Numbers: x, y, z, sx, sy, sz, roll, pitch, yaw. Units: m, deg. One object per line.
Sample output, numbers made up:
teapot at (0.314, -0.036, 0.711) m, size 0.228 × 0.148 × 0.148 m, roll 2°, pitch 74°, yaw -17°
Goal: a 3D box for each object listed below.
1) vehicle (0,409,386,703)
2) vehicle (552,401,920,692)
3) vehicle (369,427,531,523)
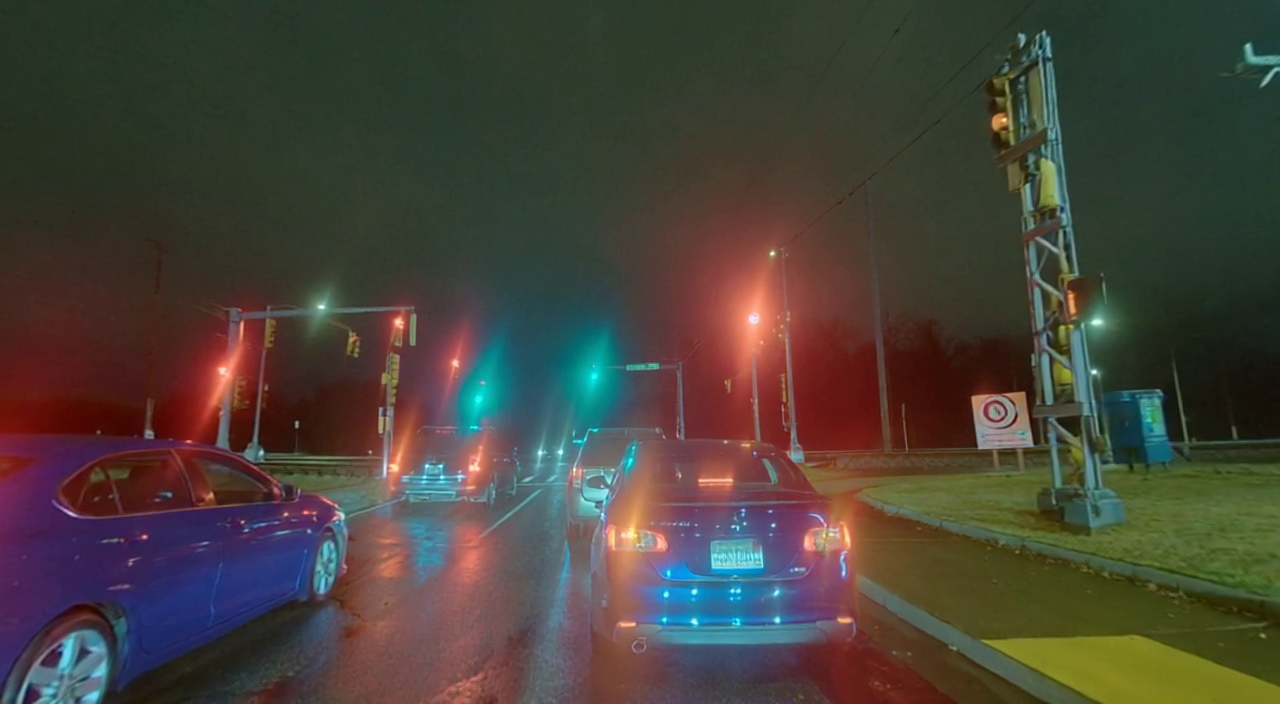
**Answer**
vehicle at (-3.712, 1.247, 4.437) m, size 1.956 × 1.468 × 4.585 m, roll 0°, pitch -9°, yaw 0°
vehicle at (0.406, 1.336, 5.455) m, size 1.998 × 1.529 × 3.960 m, roll 1°, pitch -9°, yaw -4°
vehicle at (-3.369, 2.262, 12.076) m, size 1.984 × 1.505 × 3.982 m, roll 0°, pitch -9°, yaw -2°
